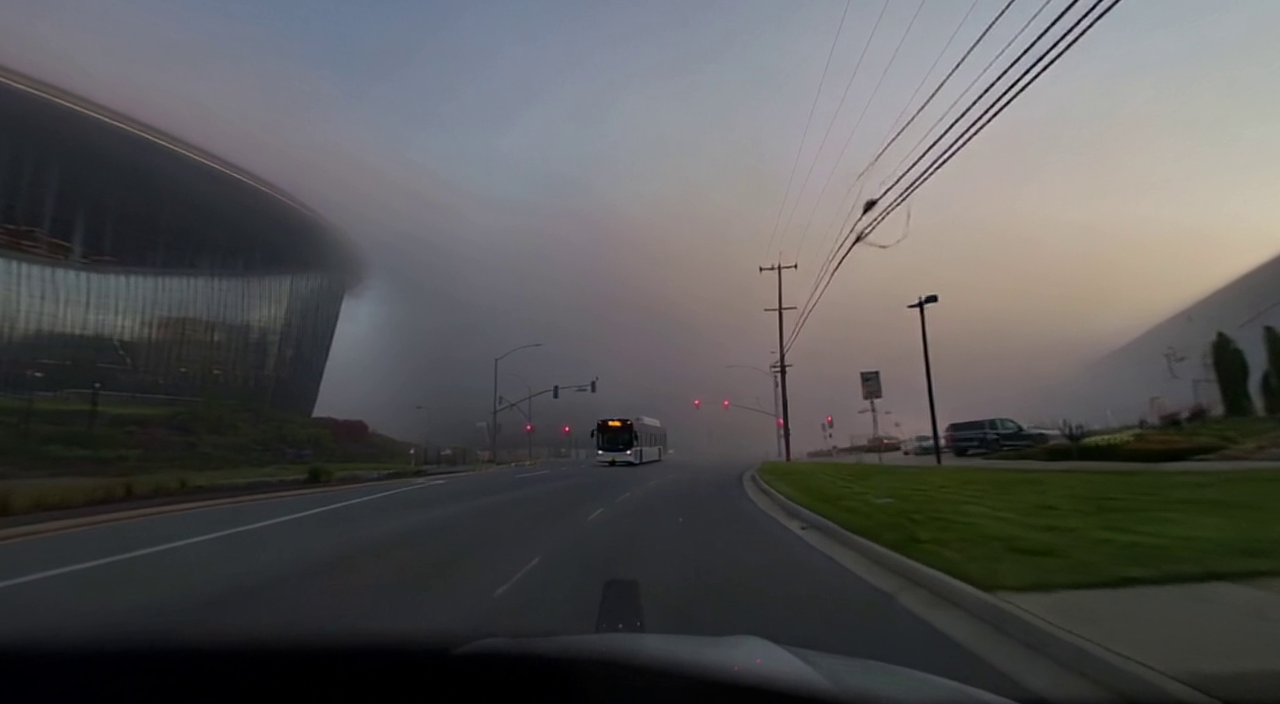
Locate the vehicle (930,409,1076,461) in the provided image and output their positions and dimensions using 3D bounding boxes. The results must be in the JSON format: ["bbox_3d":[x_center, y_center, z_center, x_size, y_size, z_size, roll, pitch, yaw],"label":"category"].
[{"bbox_3d":[15.110,3.533,26.512,4.647,1.951,2.304,-3,-9,8],"label":"vehicle"}]
